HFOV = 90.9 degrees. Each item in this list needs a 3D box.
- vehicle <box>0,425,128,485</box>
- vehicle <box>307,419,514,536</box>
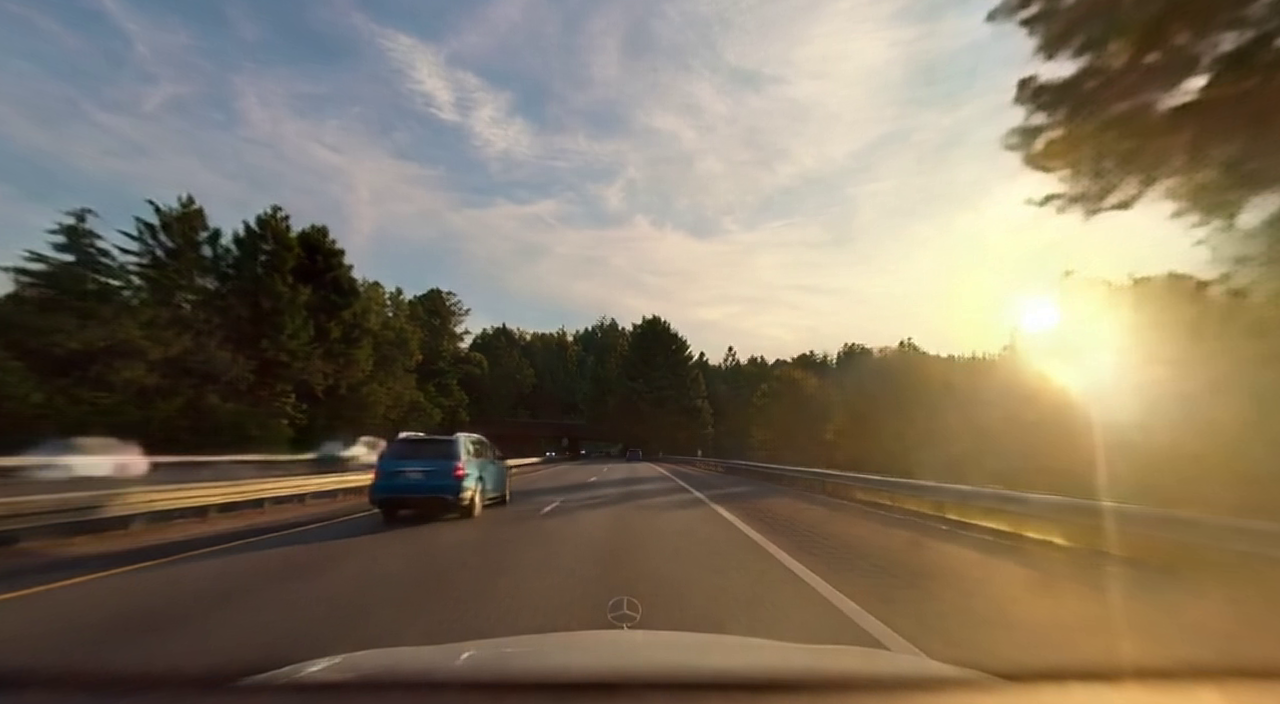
[{"bbox_3d":[-16.898,2.823,17.300,1.825,1.477,4.578,0,-9,0],"label":"vehicle"},{"bbox_3d":[-3.952,2.267,11.903,2.135,1.755,4.476,0,-9,1],"label":"vehicle"}]
